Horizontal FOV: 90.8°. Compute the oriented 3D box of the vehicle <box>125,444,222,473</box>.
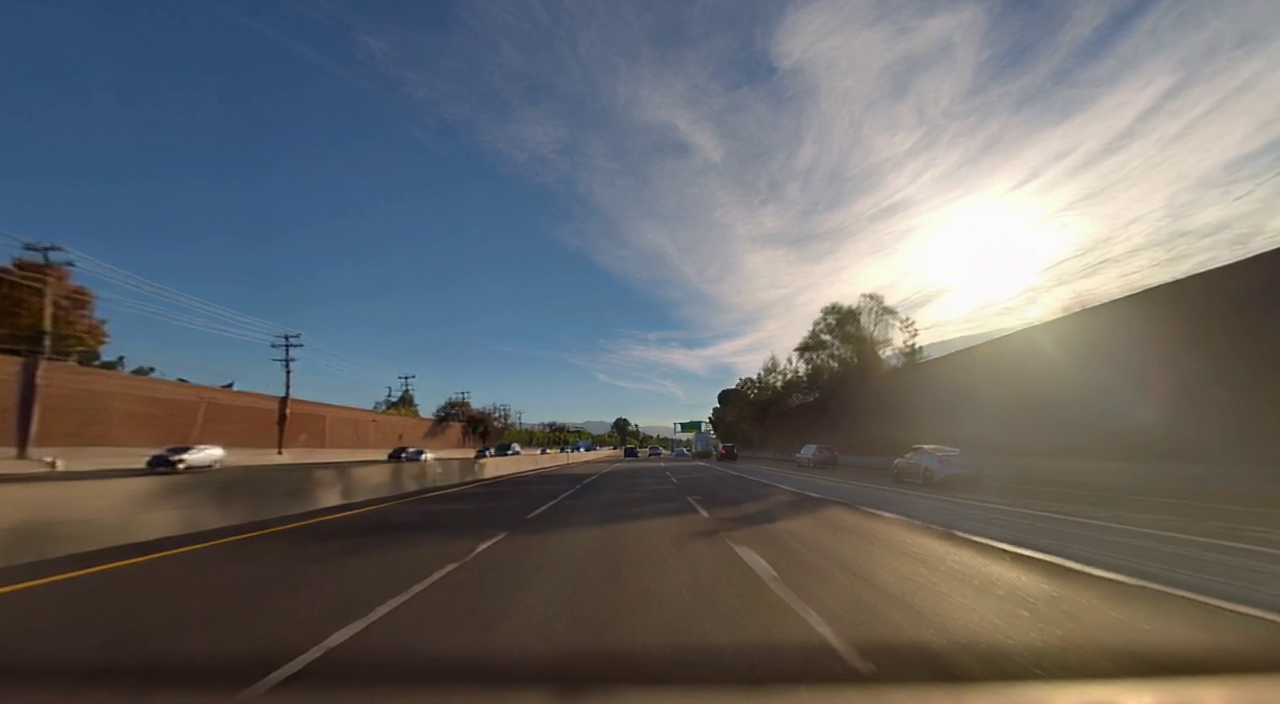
[{"bbox_3d":[-25.941,5.925,35.368,1.867,1.484,4.596,0,-9,1],"label":"vehicle"}]

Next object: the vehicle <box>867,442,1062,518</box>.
[{"bbox_3d":[7.243,2.873,14.789,2.047,1.479,4.593,0,-9,-1],"label":"vehicle"}]

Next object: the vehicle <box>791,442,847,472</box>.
[{"bbox_3d":[11.061,6.527,39.374,2.151,1.734,4.519,0,-9,0],"label":"vehicle"}]
